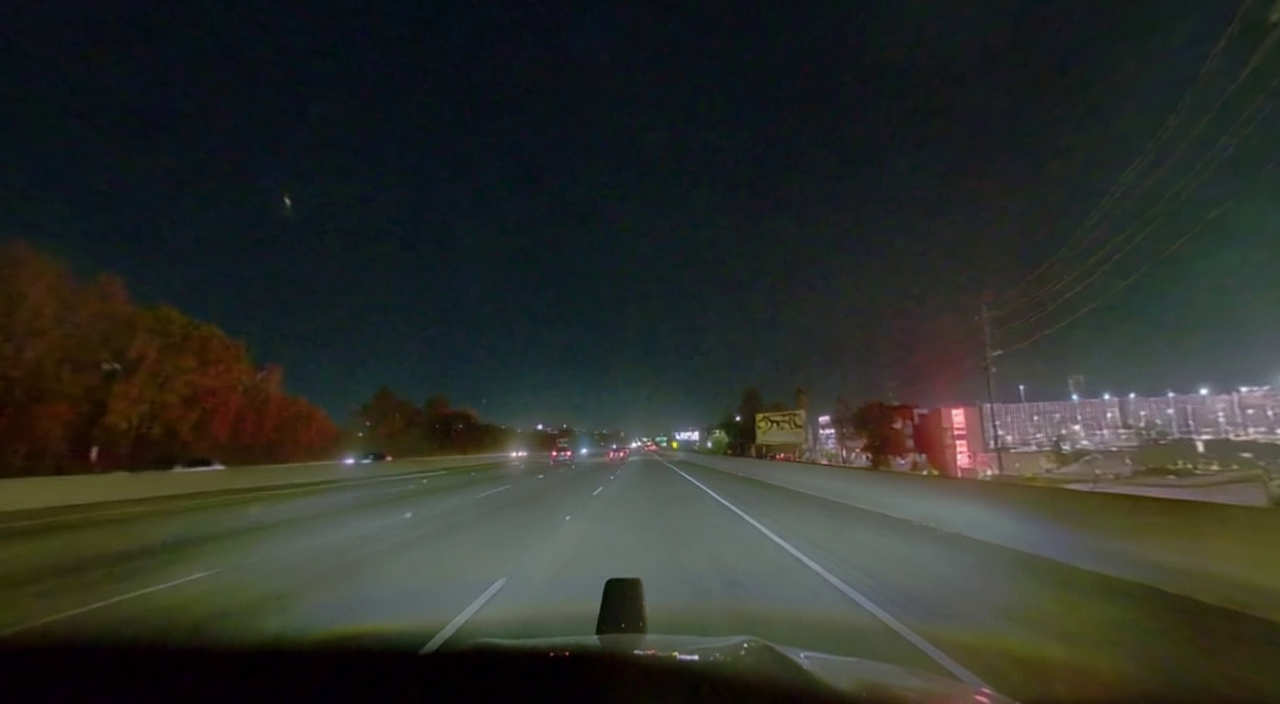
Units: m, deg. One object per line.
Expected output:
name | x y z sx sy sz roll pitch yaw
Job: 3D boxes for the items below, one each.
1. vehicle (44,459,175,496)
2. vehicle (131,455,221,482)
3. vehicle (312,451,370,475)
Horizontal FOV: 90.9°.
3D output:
vehicle | -24.188 5.699 29.035 2.032 1.455 4.585 0 -8 0
vehicle | -31.167 7.822 42.598 2.125 1.597 5.172 0 -8 1
vehicle | -20.110 7.468 42.661 1.797 1.506 4.153 -1 -8 1
